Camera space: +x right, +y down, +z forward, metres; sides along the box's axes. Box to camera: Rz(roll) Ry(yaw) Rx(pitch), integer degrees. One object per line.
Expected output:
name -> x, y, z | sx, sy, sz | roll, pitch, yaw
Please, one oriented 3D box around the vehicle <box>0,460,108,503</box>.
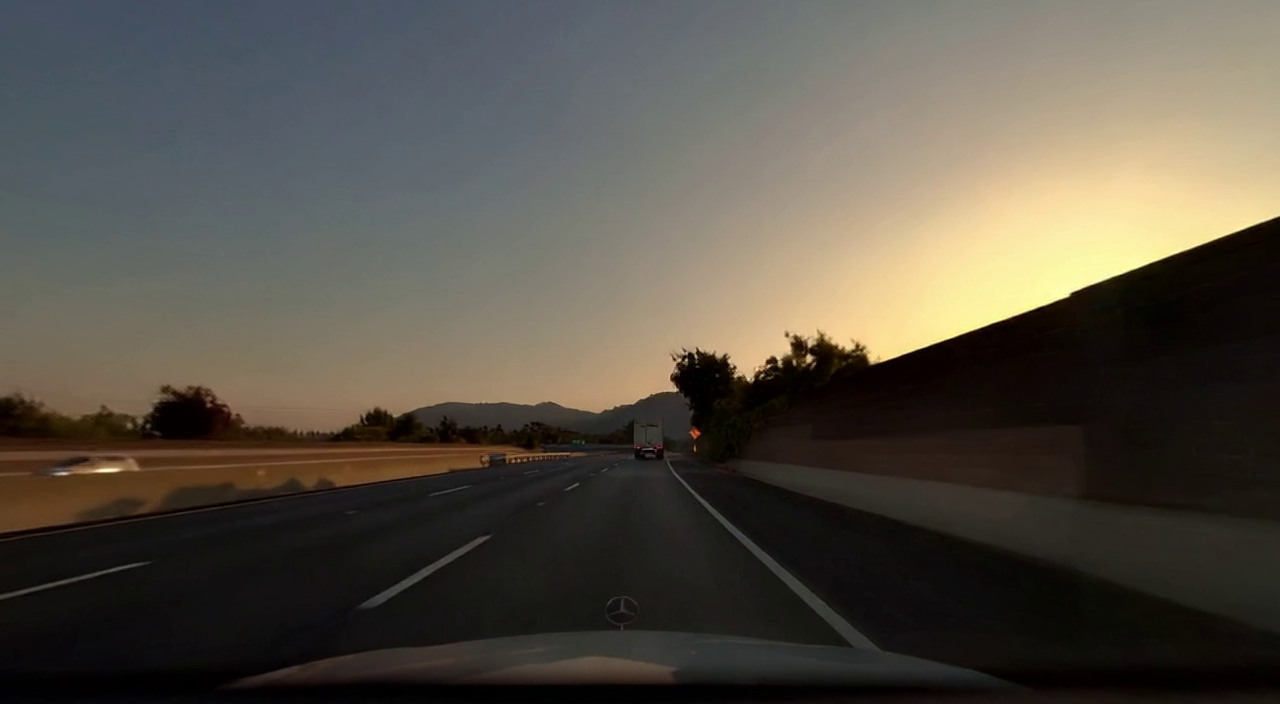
vehicle -> -23.675, 5.004, 24.764 | 1.791, 1.472, 4.210 | 0, -9, 1
